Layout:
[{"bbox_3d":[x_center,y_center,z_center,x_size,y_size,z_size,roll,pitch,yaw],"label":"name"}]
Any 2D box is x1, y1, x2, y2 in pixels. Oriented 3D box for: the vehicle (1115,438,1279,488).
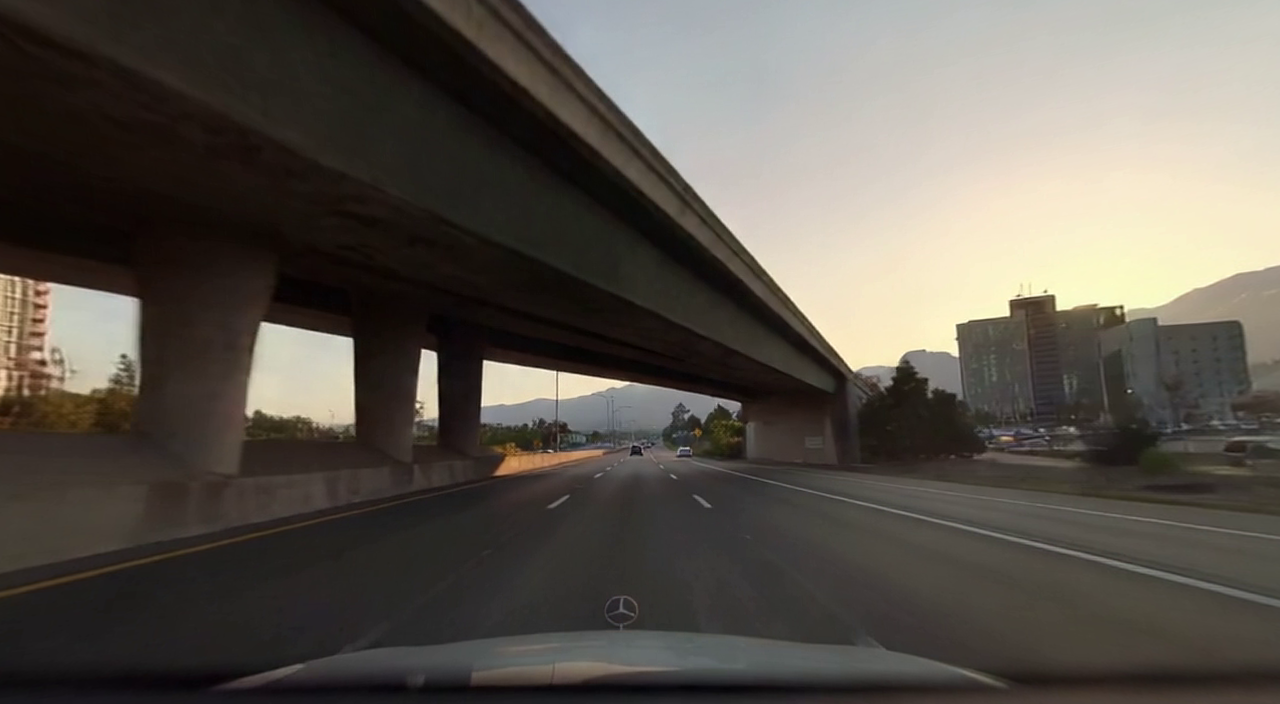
[{"bbox_3d":[18.543,3.613,20.912,2.059,1.457,4.537,0,-8,0],"label":"vehicle"}]
